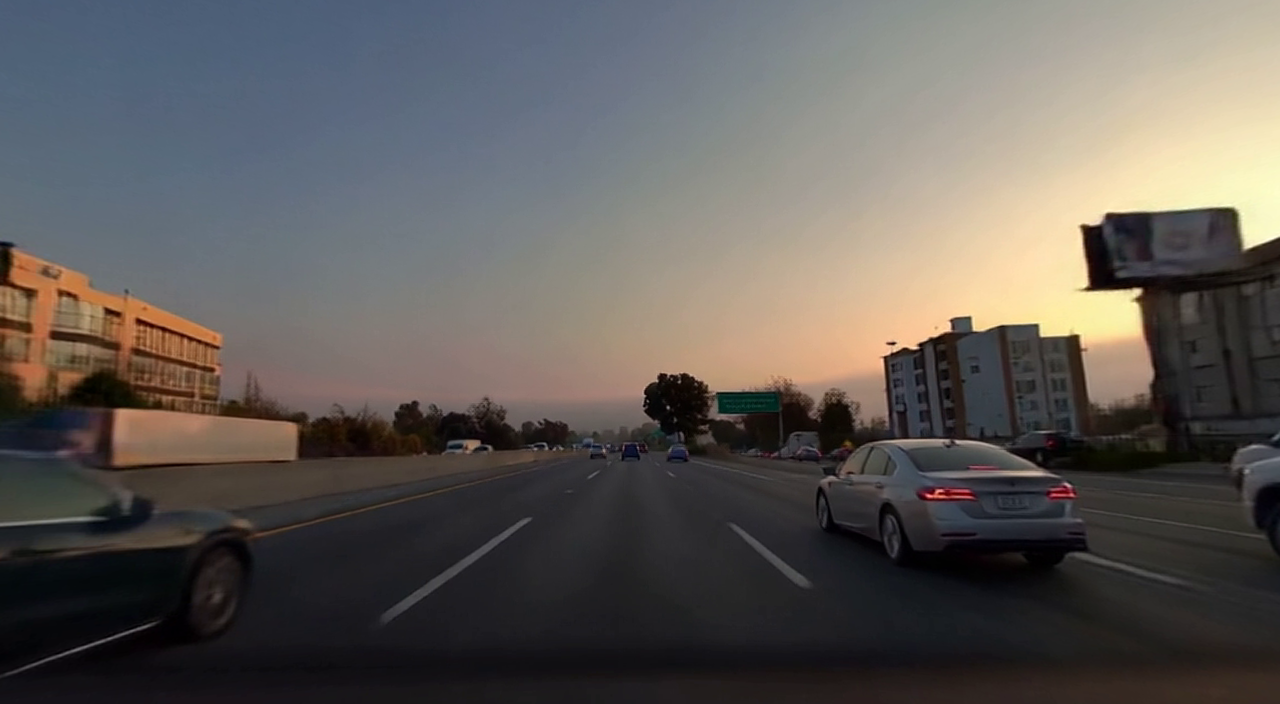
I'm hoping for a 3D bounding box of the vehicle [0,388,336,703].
[{"bbox_3d":[-3.360,0.964,2.747,1.879,1.526,4.483,0,-9,-1],"label":"vehicle"}]

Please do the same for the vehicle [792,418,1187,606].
[{"bbox_3d":[3.396,1.641,7.442,1.987,1.509,4.512,0,-9,-1],"label":"vehicle"}]
